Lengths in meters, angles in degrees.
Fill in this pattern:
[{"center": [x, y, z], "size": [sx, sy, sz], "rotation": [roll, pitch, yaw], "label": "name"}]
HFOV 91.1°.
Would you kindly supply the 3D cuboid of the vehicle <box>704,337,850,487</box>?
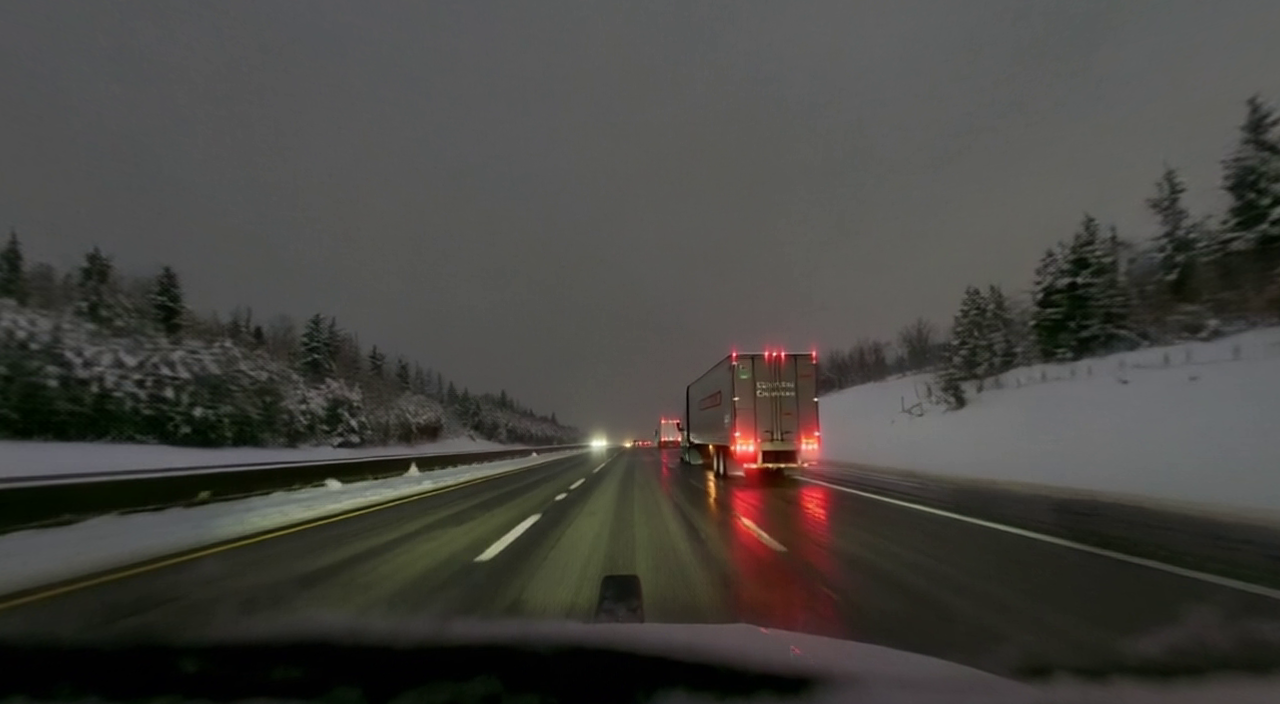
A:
[{"center": [4.053, 2.187, 21.083], "size": [2.840, 3.947, 8.920], "rotation": [0, -8, 0], "label": "vehicle"}]
